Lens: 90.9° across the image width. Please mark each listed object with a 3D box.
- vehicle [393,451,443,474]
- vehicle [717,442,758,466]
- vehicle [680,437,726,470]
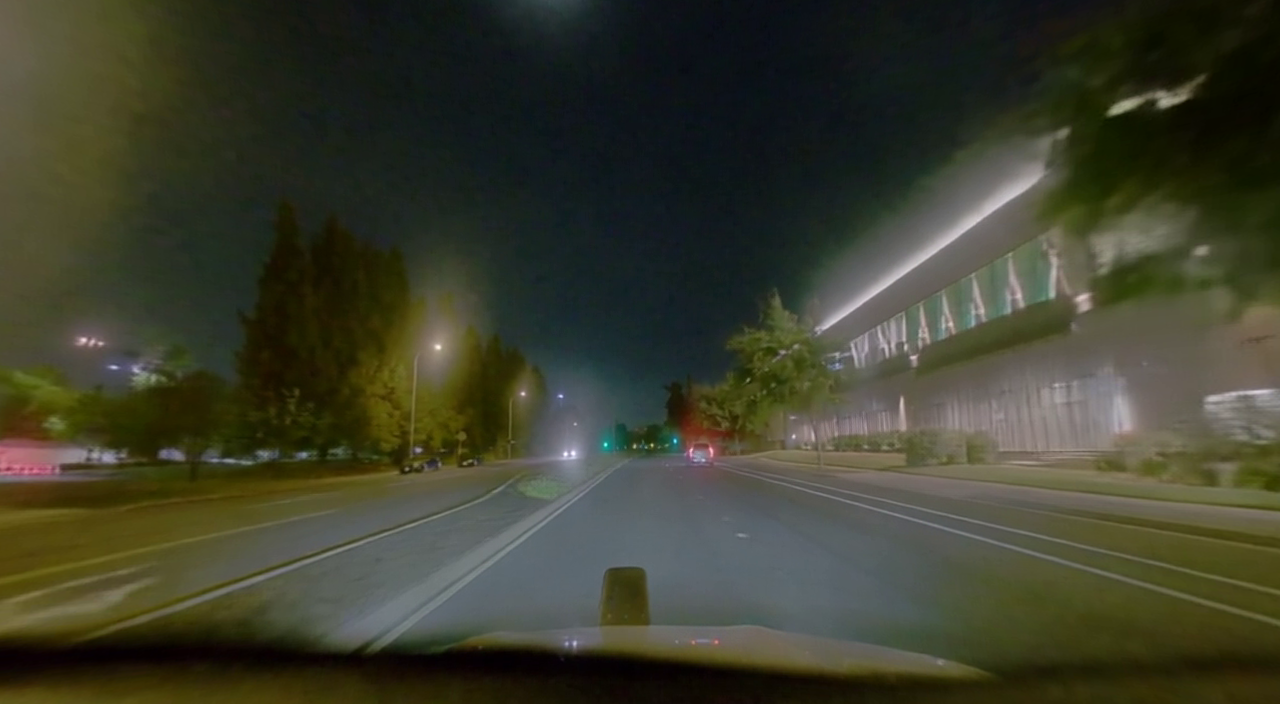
[{"bbox_3d":[-16.296,8.106,46.535,2.009,1.540,4.849,0,-9,0],"label":"vehicle"},{"bbox_3d":[6.628,7.008,43.423,2.100,1.491,4.563,0,-9,0],"label":"vehicle"},{"bbox_3d":[3.544,5.783,36.189,2.143,1.759,4.378,0,-9,-1],"label":"vehicle"}]
